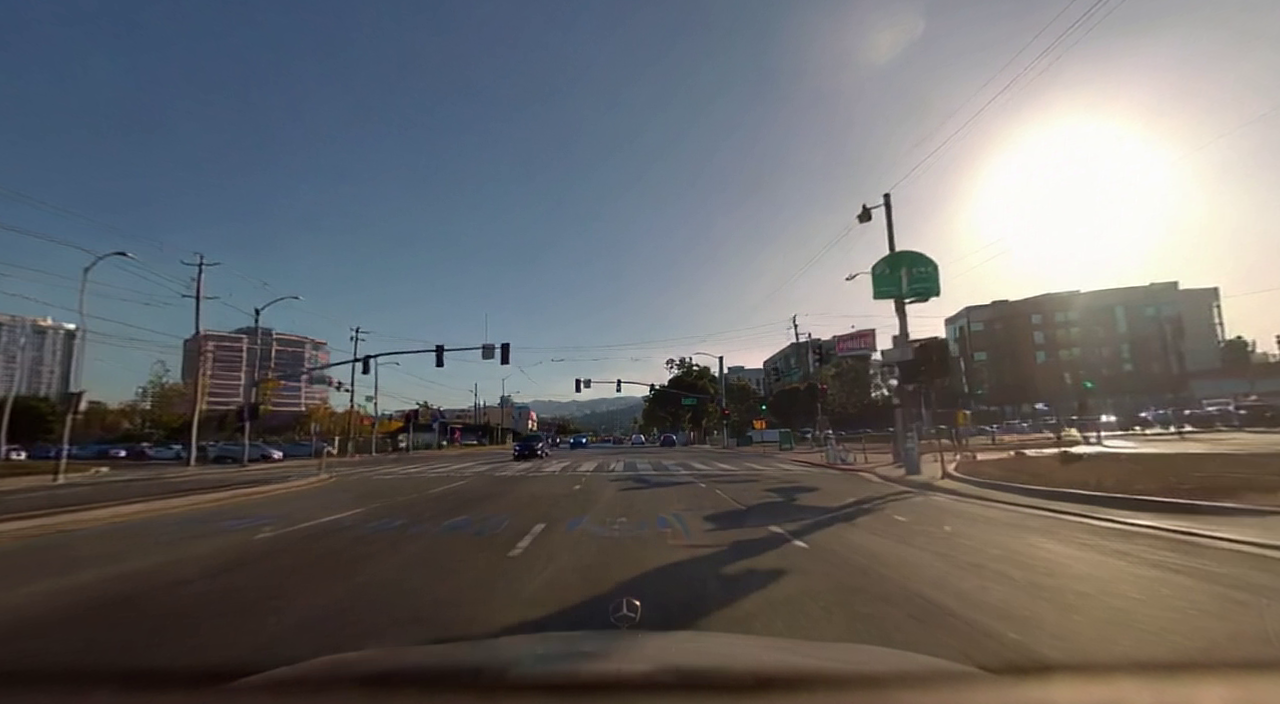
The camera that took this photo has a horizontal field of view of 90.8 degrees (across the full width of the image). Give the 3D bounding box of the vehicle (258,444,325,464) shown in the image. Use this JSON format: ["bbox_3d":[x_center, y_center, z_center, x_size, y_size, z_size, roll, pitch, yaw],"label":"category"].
[{"bbox_3d":[-27.032,7.911,49.052,4.444,1.457,1.927,-2,-9,16],"label":"vehicle"}]

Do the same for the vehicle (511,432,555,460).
[{"bbox_3d":[-6.900,6.155,41.337,2.074,1.692,4.333,0,-8,1],"label":"vehicle"}]

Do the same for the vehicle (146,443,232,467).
[{"bbox_3d":[-35.434,8.105,49.731,5.040,1.826,2.155,0,-8,-3],"label":"vehicle"}]
